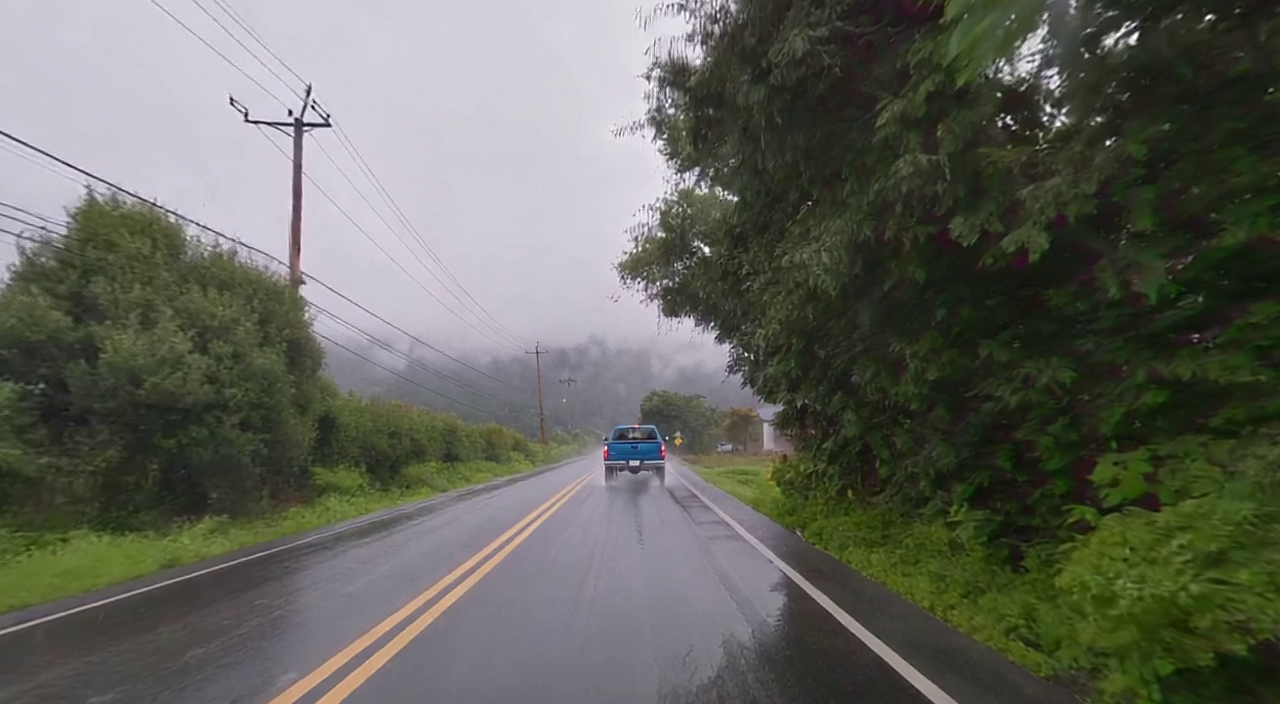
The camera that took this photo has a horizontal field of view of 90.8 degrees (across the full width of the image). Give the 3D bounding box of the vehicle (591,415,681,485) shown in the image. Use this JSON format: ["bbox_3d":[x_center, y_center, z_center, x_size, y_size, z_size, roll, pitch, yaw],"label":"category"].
[{"bbox_3d":[-0.204,3.856,25.091,3.021,2.326,7.410,0,-8,-1],"label":"vehicle"}]
